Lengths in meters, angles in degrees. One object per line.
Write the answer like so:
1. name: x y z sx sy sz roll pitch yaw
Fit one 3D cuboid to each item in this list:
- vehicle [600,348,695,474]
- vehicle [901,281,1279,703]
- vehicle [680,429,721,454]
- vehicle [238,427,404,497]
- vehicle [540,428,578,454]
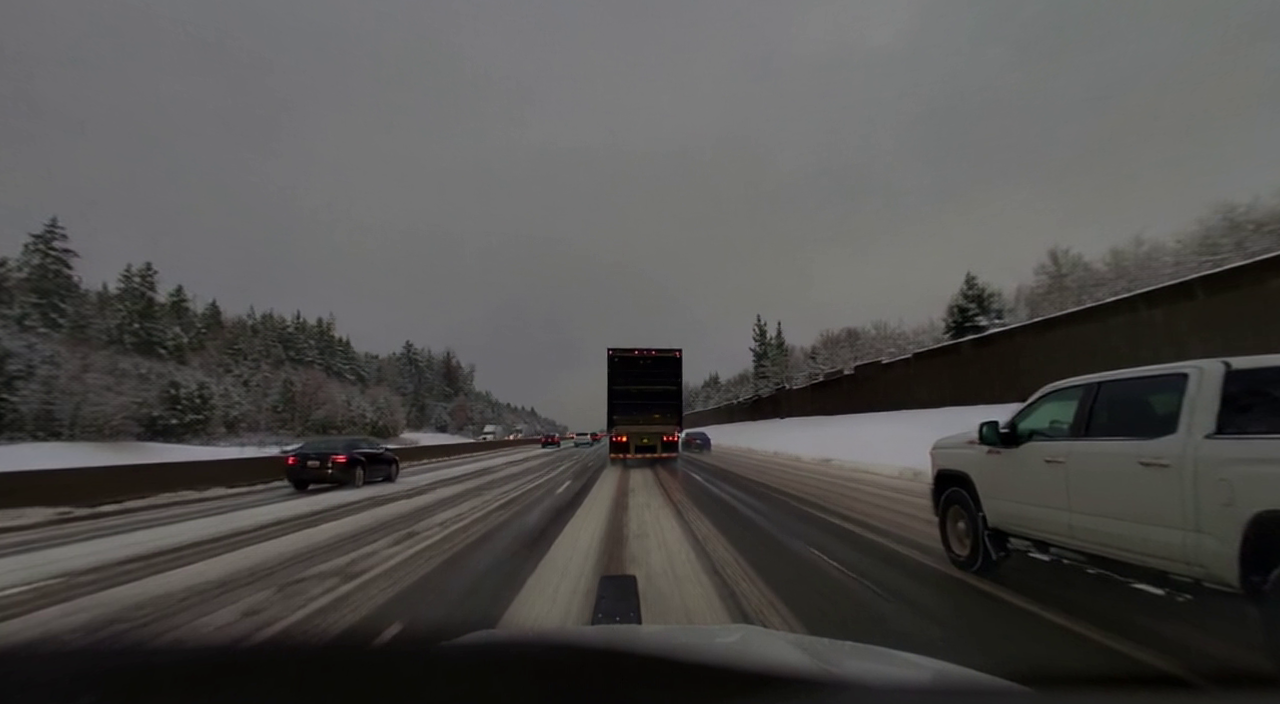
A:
1. vehicle: -0.014 2.504 24.738 2.904 3.915 10.473 0 -8 -3
2. vehicle: 3.615 0.764 3.495 2.118 1.832 4.901 0 -8 -1
3. vehicle: 3.851 5.827 41.067 2.044 1.508 4.716 0 -8 -2
4. vehicle: -7.671 2.646 15.657 2.059 1.500 4.001 0 -8 -1
5. vehicle: -5.433 6.024 42.640 2.134 1.650 4.133 0 -8 -2
